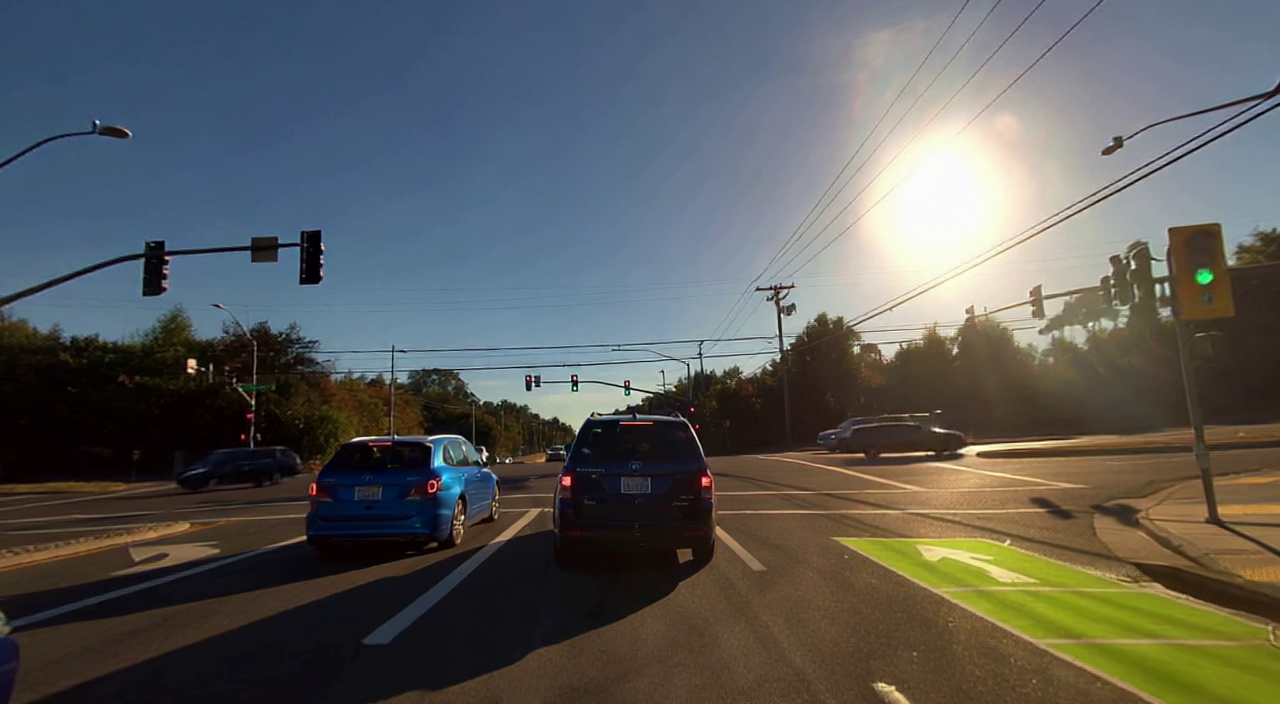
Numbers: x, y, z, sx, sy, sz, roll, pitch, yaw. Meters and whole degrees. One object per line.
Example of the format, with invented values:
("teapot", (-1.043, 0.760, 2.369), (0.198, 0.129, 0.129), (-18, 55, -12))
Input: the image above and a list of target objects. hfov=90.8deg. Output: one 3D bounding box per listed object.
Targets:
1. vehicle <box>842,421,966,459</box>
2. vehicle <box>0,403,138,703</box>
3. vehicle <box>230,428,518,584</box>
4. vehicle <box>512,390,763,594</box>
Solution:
("vehicle", (11.999, 4.057, 29.109), (4.977, 1.648, 2.088), (-2, -9, 15))
("vehicle", (-3.355, 0.662, 0.441), (1.928, 1.488, 4.936), (0, -8, 0))
("vehicle", (-2.930, 1.762, 7.996), (1.969, 1.486, 3.702), (0, -8, 1))
("vehicle", (-0.051, 1.517, 7.611), (2.182, 1.773, 4.041), (0, -8, -1))
